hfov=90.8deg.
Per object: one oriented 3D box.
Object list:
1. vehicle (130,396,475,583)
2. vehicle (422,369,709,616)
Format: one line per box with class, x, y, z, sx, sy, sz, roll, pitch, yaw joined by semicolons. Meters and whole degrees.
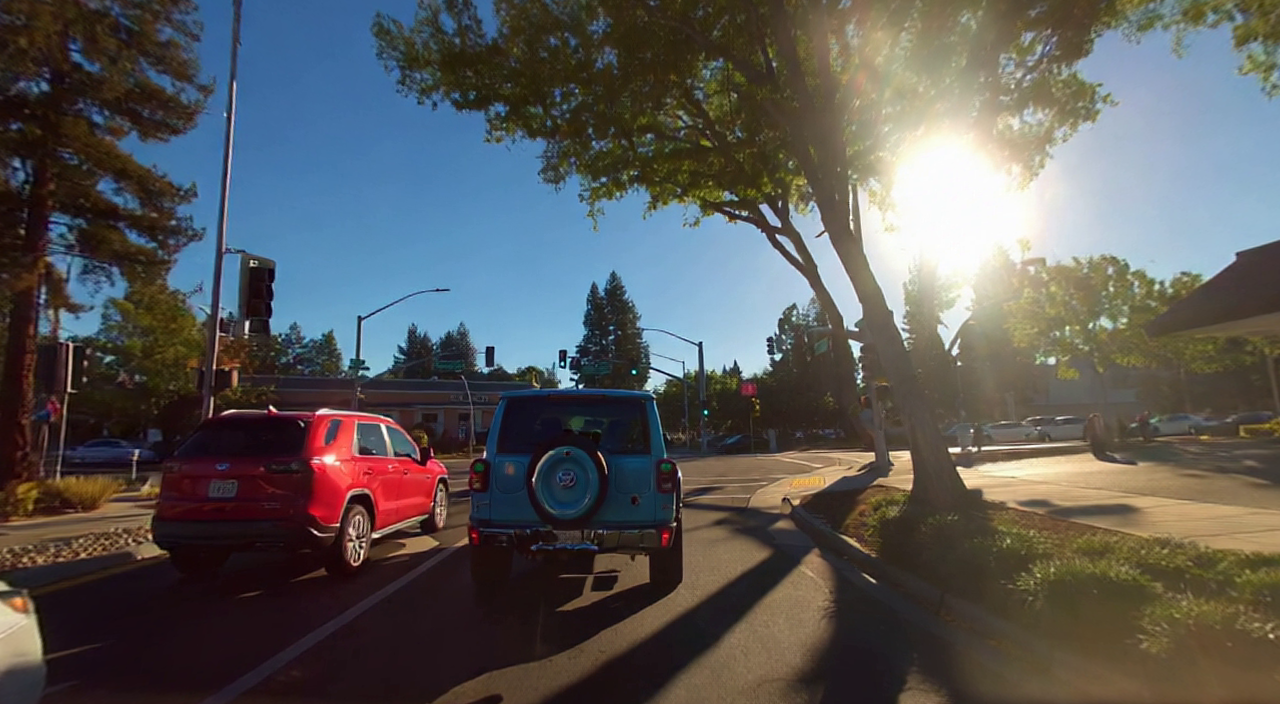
vehicle;-3.909;1.680;8.511;2.130;1.819;4.497;0;-8;0
vehicle;-0.617;1.437;7.348;2.224;1.923;4.643;0;-8;-1
